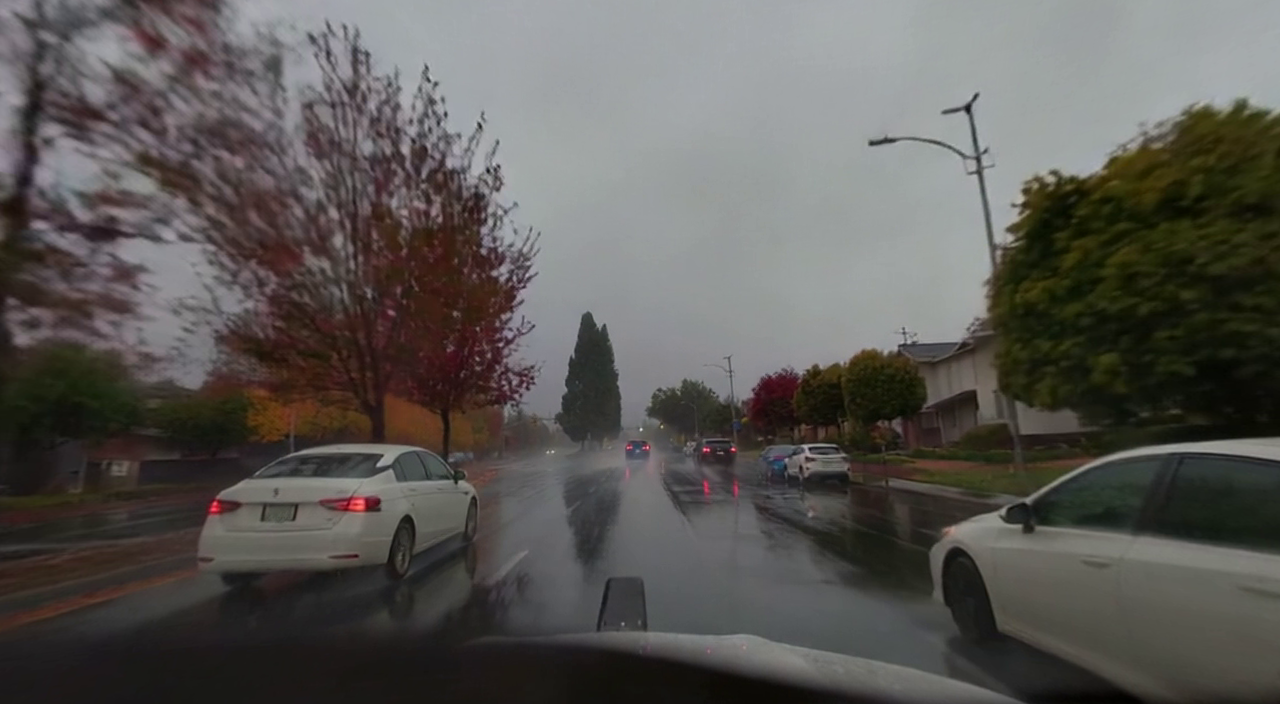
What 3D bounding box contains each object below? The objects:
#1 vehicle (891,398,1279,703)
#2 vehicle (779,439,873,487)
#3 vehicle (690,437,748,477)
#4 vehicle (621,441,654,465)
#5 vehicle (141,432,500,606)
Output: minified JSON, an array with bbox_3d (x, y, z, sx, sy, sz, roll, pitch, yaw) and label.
[{"bbox_3d":[3.207,1.052,3.134,2.060,1.474,4.475,0,-8,0],"label":"vehicle"},{"bbox_3d":[7.029,4.240,24.366,2.114,1.628,4.932,0,-8,0],"label":"vehicle"},{"bbox_3d":[3.520,4.809,28.932,2.019,1.675,4.488,0,-8,-1],"label":"vehicle"},{"bbox_3d":[-0.159,7.213,45.035,2.293,1.662,4.262,0,-8,0],"label":"vehicle"},{"bbox_3d":[-3.272,1.782,7.746,1.997,1.479,4.547,0,-8,0],"label":"vehicle"}]
